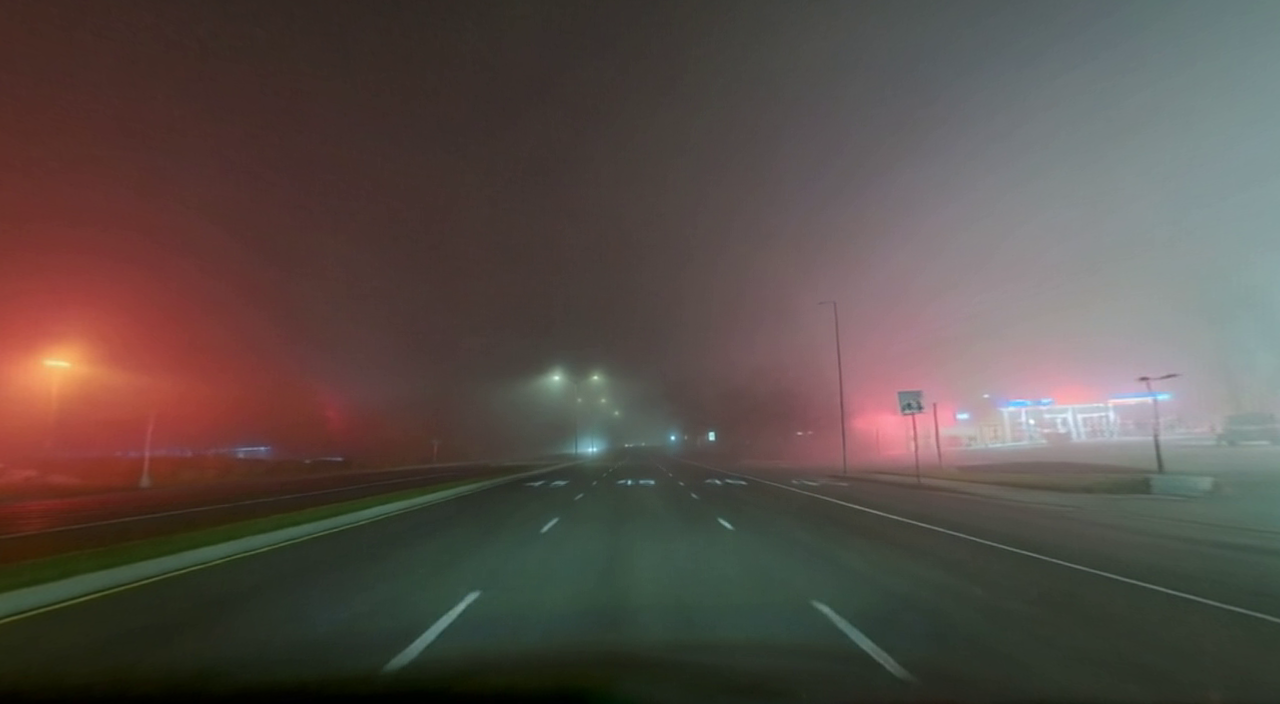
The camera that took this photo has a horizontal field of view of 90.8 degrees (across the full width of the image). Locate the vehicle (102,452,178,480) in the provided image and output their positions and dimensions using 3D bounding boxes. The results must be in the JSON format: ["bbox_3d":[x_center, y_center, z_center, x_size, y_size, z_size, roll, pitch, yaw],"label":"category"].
[{"bbox_3d":[-38.185,8.686,48.418,2.005,1.915,5.056,0,-9,-5],"label":"vehicle"}]

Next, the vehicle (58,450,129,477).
[{"bbox_3d":[-40.856,8.319,47.359,1.704,1.866,3.985,0,-8,-1],"label":"vehicle"}]

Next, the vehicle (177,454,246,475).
[{"bbox_3d":[-33.012,8.682,48.844,1.809,1.448,4.747,-1,-8,2],"label":"vehicle"}]

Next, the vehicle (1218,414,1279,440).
[{"bbox_3d":[41.636,5.032,42.127,1.834,1.612,4.559,0,-8,0],"label":"vehicle"}]
